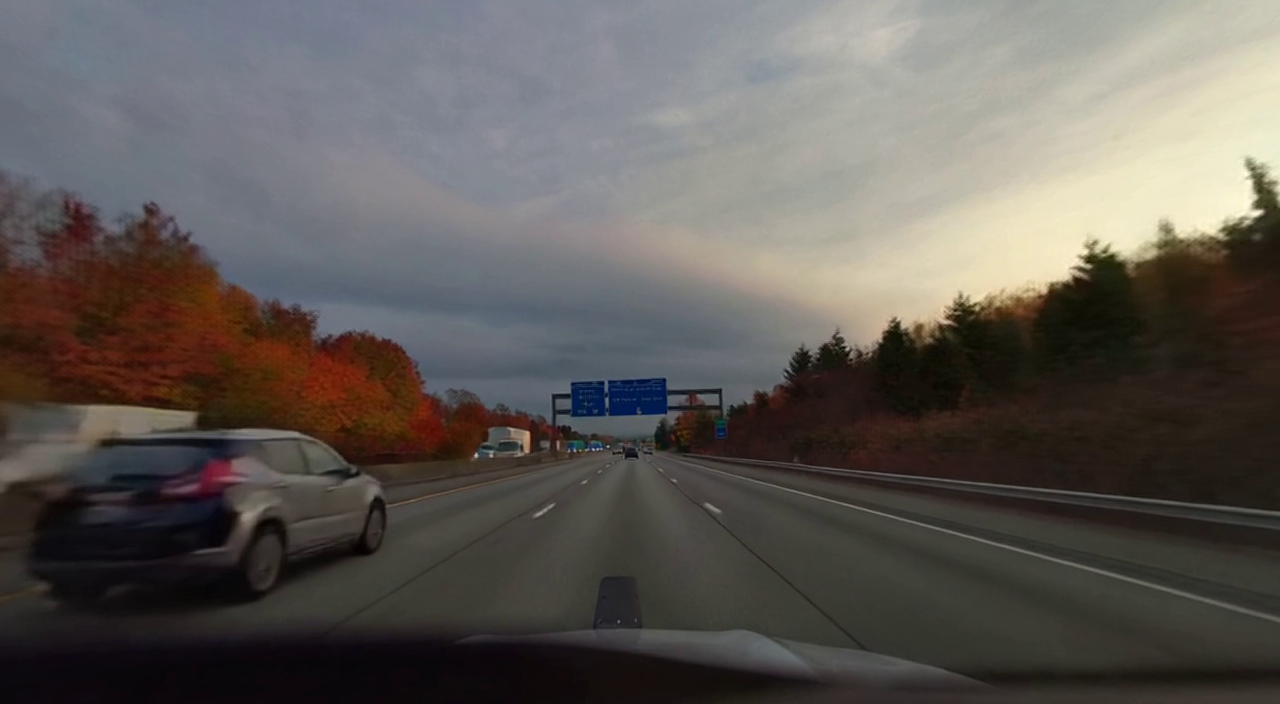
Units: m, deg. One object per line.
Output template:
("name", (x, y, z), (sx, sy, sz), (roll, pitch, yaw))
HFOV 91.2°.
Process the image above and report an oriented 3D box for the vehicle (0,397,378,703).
("vehicle", (-3.954, 1.254, 4.436), (2.153, 1.577, 4.707), (0, -9, 0))
